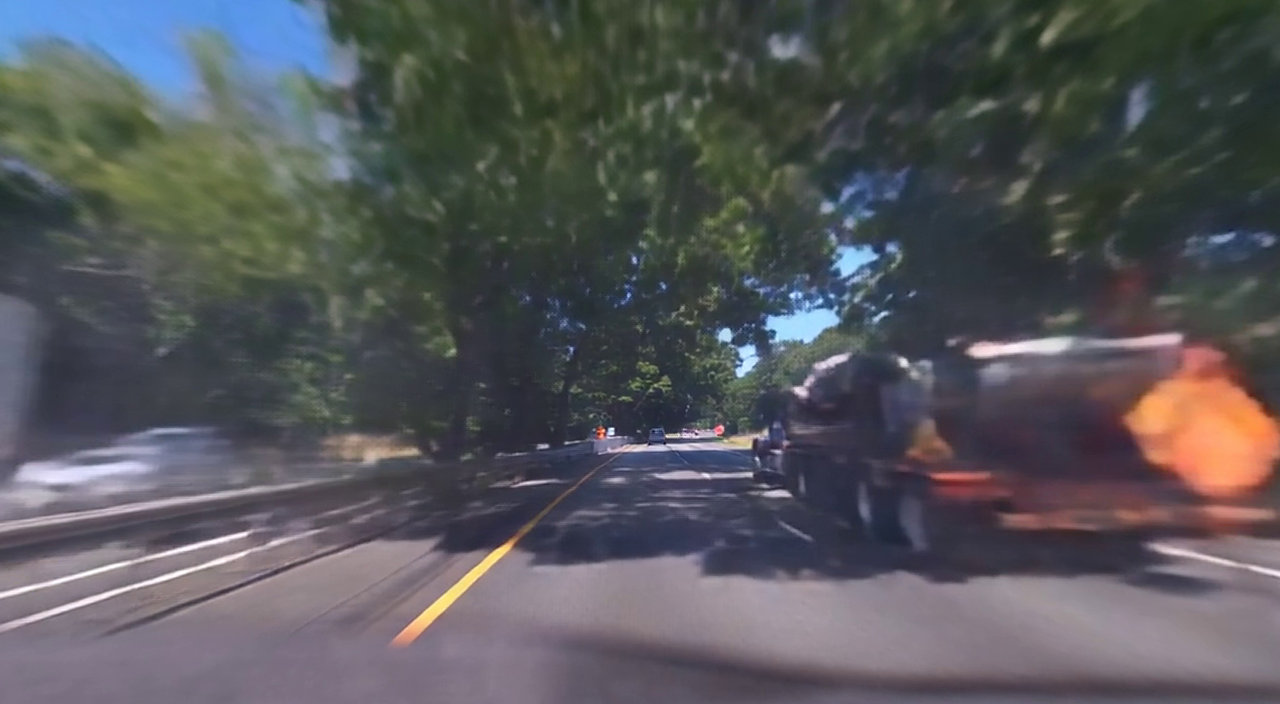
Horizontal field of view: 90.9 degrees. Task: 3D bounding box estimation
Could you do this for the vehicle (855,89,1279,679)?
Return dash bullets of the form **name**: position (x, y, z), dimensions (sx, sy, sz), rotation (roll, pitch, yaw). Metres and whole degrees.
- **vehicle**: position (4.338, 0.406, 6.038), dimensions (2.749, 3.357, 4.979), rotation (0, -8, 1)
